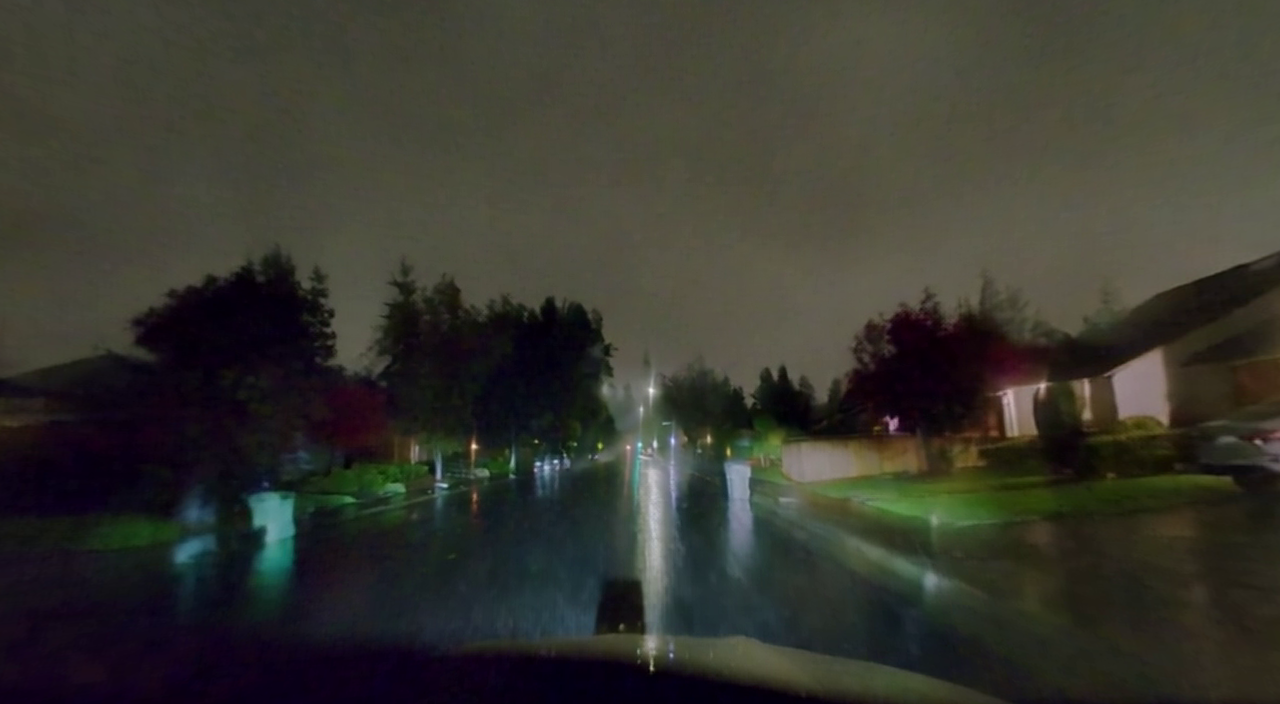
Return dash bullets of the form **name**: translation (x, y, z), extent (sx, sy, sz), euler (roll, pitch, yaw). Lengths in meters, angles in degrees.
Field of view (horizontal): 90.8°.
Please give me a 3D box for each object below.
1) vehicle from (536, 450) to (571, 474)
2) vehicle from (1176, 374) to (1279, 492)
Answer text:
- **vehicle**: translation (-6.690, 8.534, 49.199), extent (2.078, 1.745, 5.119), euler (0, -9, -1)
- **vehicle**: translation (11.297, 1.047, 9.245), extent (4.894, 1.616, 1.965), euler (-4, -9, 2)
